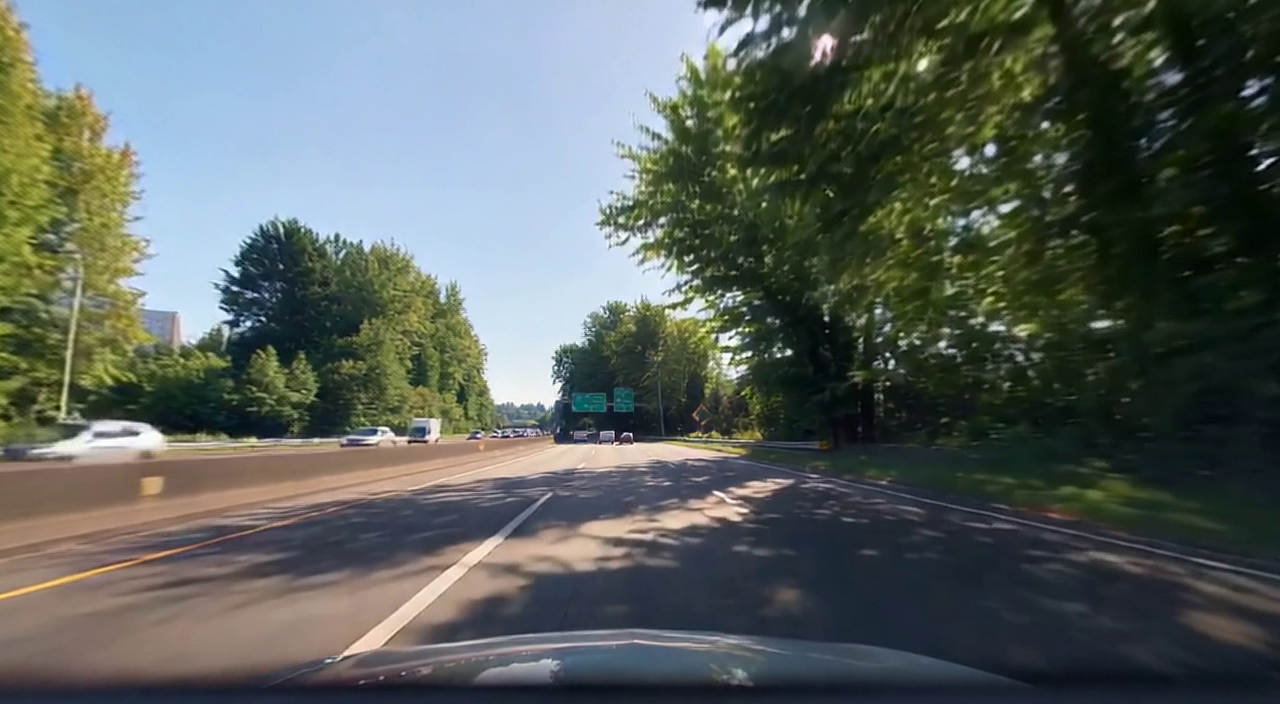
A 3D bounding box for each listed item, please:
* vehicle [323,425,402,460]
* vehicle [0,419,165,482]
[{"bbox_3d":[-13.240,4.341,30.360,1.881,1.508,4.599,-1,-8,-2],"label":"vehicle"},{"bbox_3d":[-15.608,2.617,17.077,1.951,1.470,4.535,0,-8,-1],"label":"vehicle"}]
